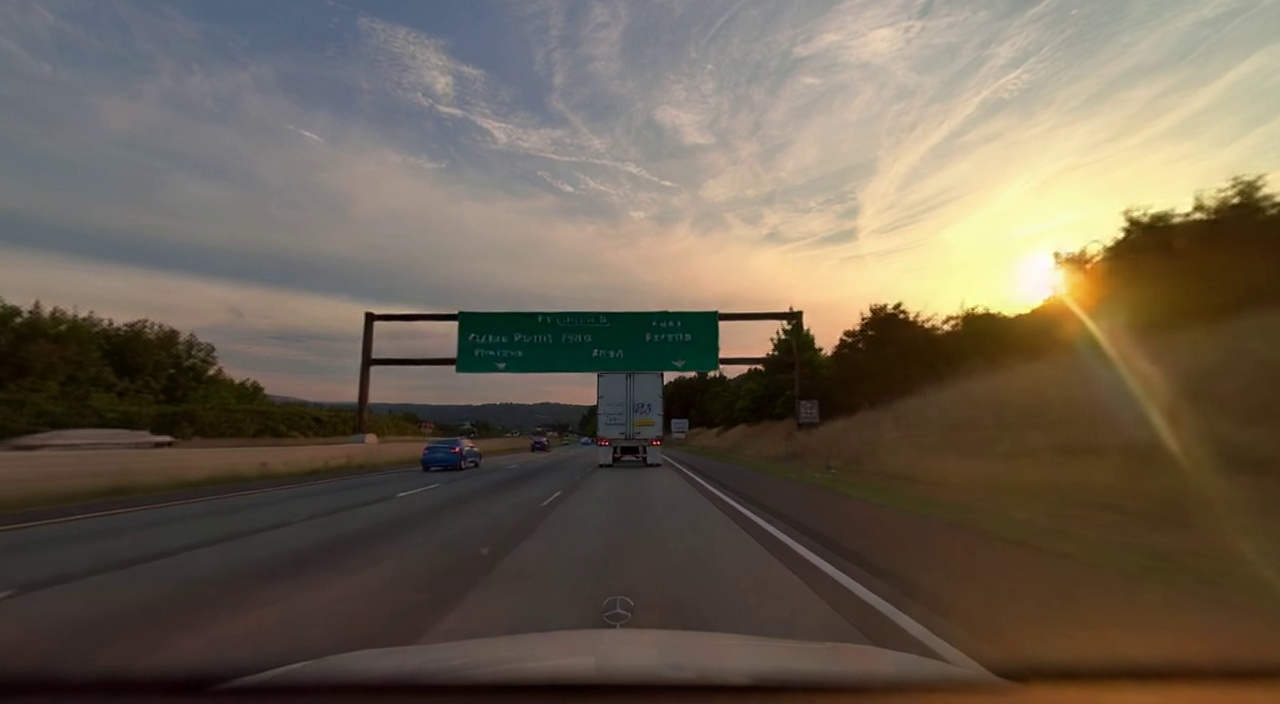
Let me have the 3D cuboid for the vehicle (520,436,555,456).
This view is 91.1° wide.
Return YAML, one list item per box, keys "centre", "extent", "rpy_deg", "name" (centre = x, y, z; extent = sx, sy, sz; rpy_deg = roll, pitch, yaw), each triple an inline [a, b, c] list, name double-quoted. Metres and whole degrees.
- centre: [-8.010, 7.365, 49.417]
  extent: [1.949, 1.437, 4.296]
  rpy_deg: [0, -8, 0]
  name: "vehicle"

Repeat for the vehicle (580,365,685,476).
- centre: [-0.340, 3.051, 26.368]
  extent: [3.033, 3.223, 14.836]
  rpy_deg: [3, -8, -1]
  name: "vehicle"

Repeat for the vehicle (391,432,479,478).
- centre: [-7.135, 3.588, 22.290]
  extent: [1.856, 1.479, 3.710]
  rpy_deg: [0, -8, 0]
  name: "vehicle"
